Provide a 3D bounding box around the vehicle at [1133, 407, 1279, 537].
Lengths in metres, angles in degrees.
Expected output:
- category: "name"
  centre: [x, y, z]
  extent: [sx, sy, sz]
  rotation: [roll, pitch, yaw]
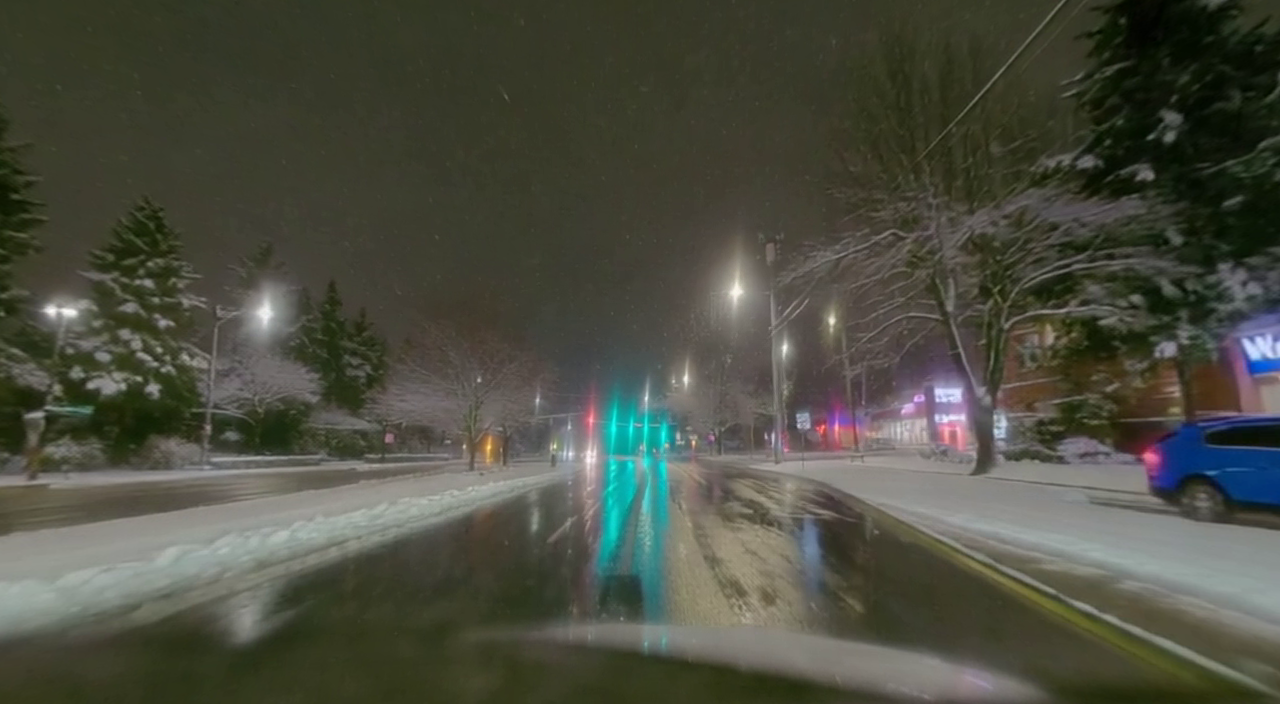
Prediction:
- category: "vehicle"
  centre: [12.663, 1.932, 11.046]
  extent: [5.788, 2.002, 2.377]
  rotation: [-3, -7, 5]
